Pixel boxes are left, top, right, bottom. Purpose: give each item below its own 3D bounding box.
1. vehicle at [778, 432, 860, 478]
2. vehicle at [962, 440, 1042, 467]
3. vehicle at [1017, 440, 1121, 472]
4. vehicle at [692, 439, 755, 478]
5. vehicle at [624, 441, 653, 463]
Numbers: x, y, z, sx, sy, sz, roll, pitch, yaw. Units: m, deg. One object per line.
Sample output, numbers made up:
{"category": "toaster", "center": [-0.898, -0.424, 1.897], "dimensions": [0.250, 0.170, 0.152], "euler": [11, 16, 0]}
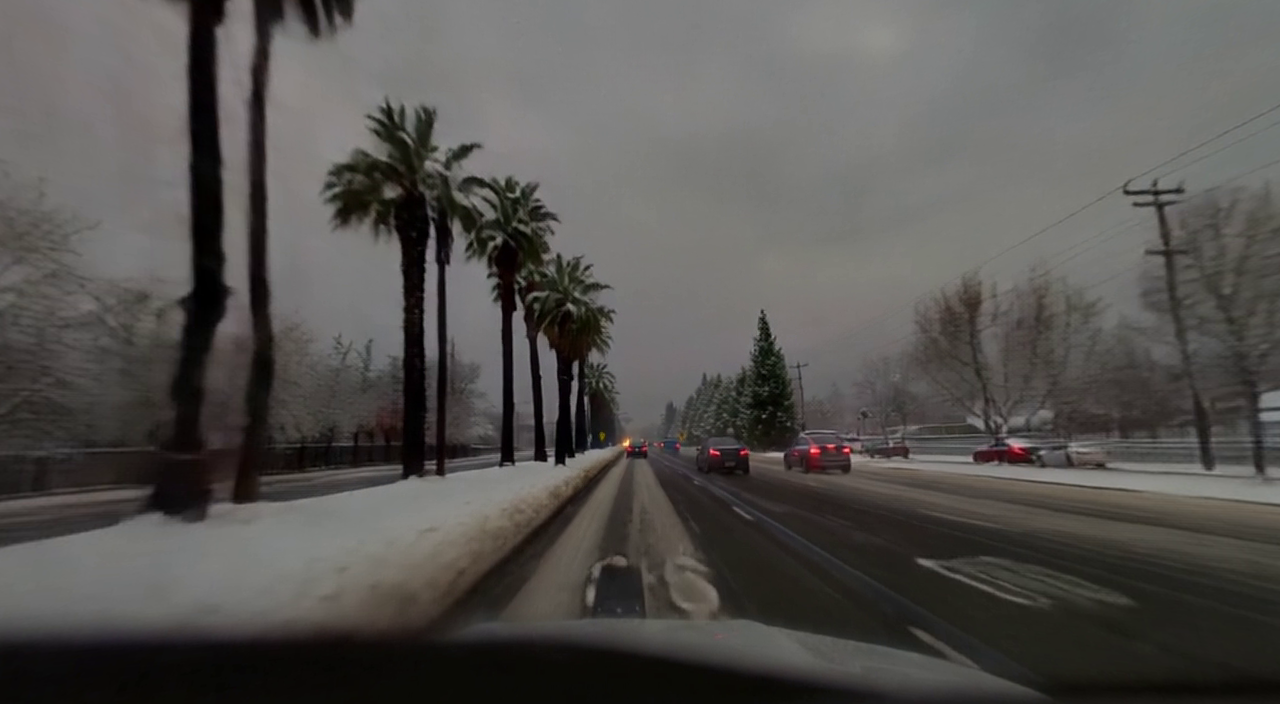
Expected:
{"category": "vehicle", "center": [6.984, 4.047, 25.111], "dimensions": [1.916, 1.646, 4.258], "euler": [0, -8, -1]}
{"category": "vehicle", "center": [20.954, 5.884, 36.793], "dimensions": [1.844, 1.464, 4.546], "euler": [1, -8, -2]}
{"category": "vehicle", "center": [20.972, 5.078, 31.147], "dimensions": [1.852, 1.448, 4.601], "euler": [0, -8, -1]}
{"category": "vehicle", "center": [3.353, 4.366, 26.231], "dimensions": [1.875, 1.452, 4.453], "euler": [1, -8, -2]}
{"category": "vehicle", "center": [-0.131, 7.257, 45.999], "dimensions": [2.031, 1.444, 4.361], "euler": [0, -8, -1]}
